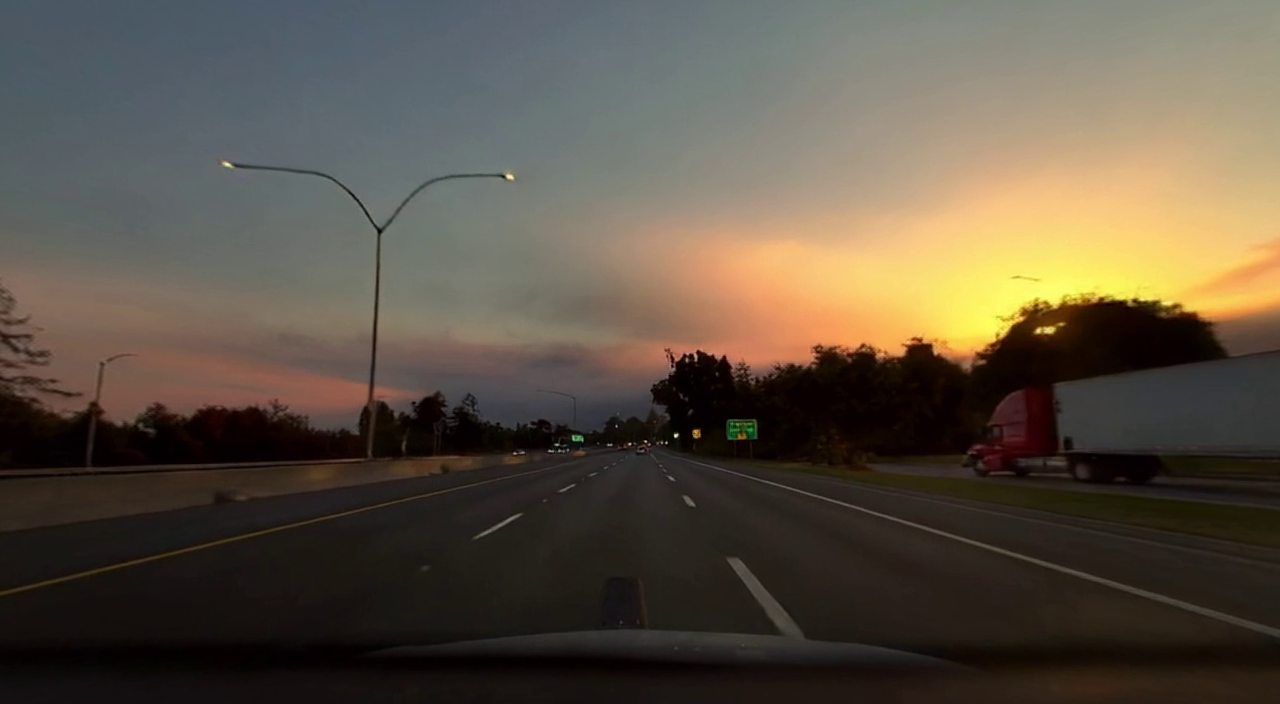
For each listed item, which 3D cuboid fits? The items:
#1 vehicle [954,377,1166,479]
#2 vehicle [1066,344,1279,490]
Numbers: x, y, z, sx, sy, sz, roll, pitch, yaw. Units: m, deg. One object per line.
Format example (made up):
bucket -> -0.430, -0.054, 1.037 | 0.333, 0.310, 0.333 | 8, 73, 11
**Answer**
vehicle -> 19.144, 3.744, 29.905 | 3.020, 4.008, 9.497 | 1, -9, -3
vehicle -> 20.013, 1.931, 18.438 | 2.939, 4.193, 15.754 | 1, -9, -5
